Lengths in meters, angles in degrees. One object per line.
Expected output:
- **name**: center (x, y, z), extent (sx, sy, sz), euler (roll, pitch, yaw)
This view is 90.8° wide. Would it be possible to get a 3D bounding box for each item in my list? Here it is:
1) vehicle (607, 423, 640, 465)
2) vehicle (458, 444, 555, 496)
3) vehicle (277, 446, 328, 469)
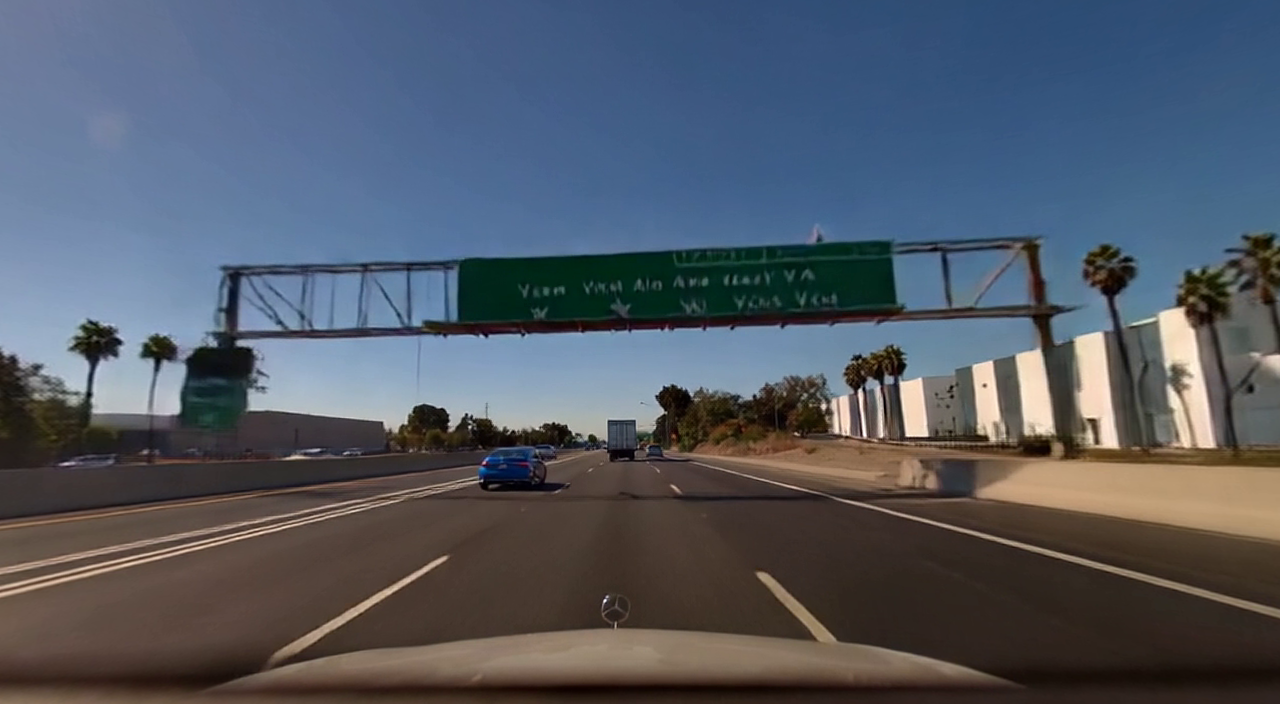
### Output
- **vehicle**: center (-1.248, 6.989, 47.848), extent (2.364, 2.953, 6.495), euler (0, -8, -1)
- **vehicle**: center (-4.000, 3.599, 19.740), extent (2.097, 1.447, 4.291), euler (0, -8, 0)
- **vehicle**: center (-24.690, 7.688, 46.405), extent (1.730, 1.556, 3.993), euler (0, -8, -4)
